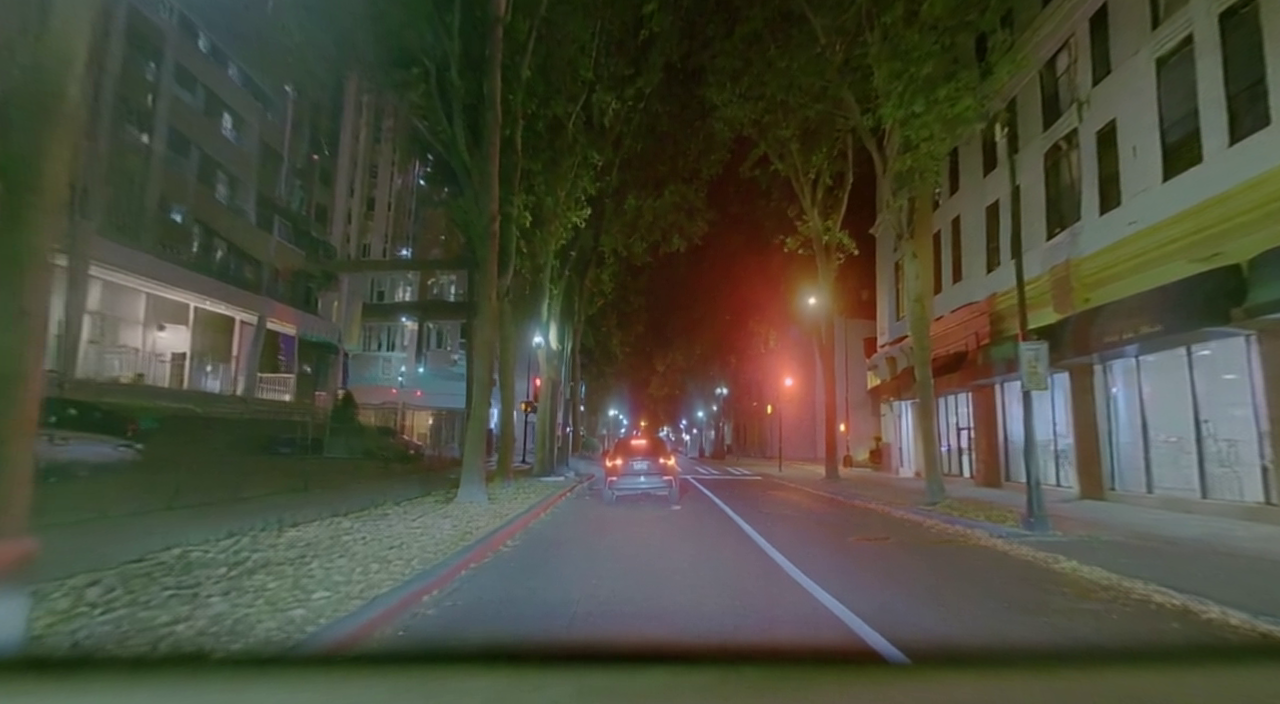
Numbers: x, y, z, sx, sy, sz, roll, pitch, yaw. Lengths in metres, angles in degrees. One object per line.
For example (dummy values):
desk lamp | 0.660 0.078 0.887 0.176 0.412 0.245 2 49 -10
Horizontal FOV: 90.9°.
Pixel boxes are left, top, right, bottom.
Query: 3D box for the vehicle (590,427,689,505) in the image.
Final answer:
vehicle | -0.049 2.698 15.267 2.079 1.621 3.861 0 -9 -1

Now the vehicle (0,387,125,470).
vehicle | -14.737 1.762 14.226 2.027 1.758 5.254 0 -9 -4
